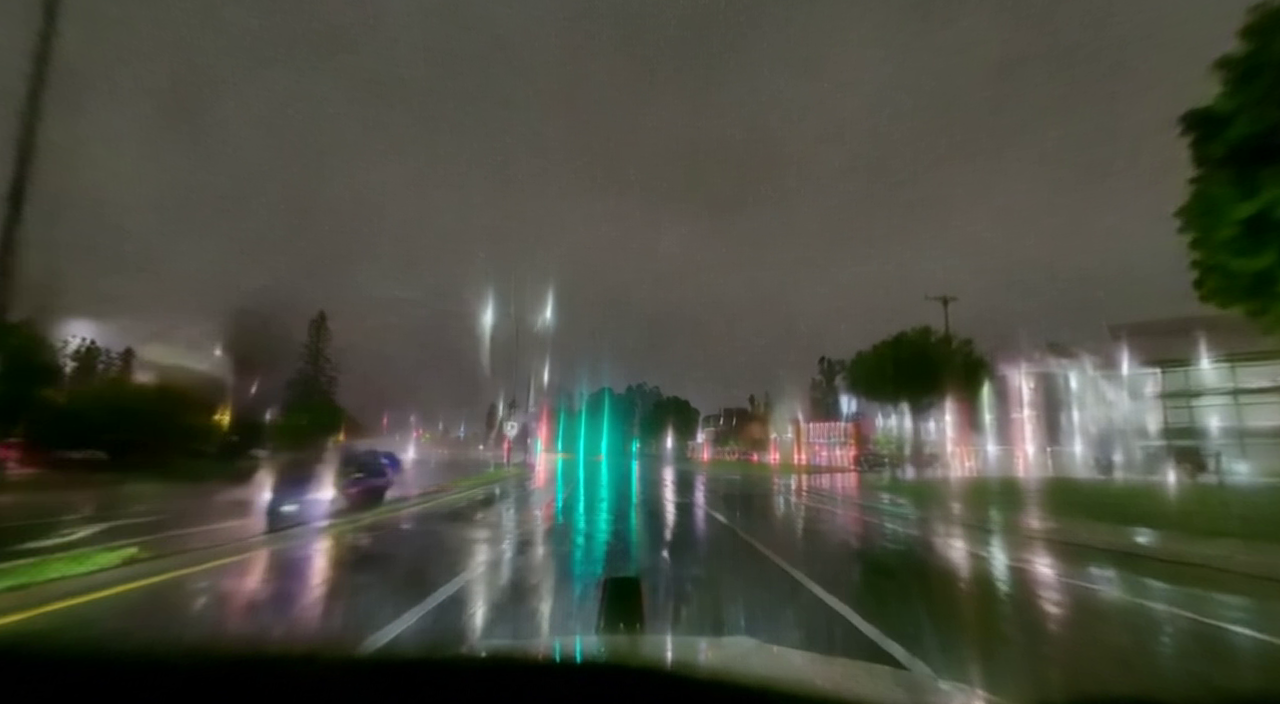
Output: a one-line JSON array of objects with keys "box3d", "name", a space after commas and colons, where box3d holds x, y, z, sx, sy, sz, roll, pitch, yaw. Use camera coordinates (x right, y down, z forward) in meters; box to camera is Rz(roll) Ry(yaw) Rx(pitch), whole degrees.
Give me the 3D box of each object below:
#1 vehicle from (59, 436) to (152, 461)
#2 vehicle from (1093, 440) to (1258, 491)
[{"box3d": [-41.427, 7.552, 49.092, 4.875, 1.819, 2.218, 4, -11, -19], "name": "vehicle"}, {"box3d": [31.813, 6.724, 37.923, 2.649, 2.623, 6.928, 8, -10, -26], "name": "vehicle"}]
